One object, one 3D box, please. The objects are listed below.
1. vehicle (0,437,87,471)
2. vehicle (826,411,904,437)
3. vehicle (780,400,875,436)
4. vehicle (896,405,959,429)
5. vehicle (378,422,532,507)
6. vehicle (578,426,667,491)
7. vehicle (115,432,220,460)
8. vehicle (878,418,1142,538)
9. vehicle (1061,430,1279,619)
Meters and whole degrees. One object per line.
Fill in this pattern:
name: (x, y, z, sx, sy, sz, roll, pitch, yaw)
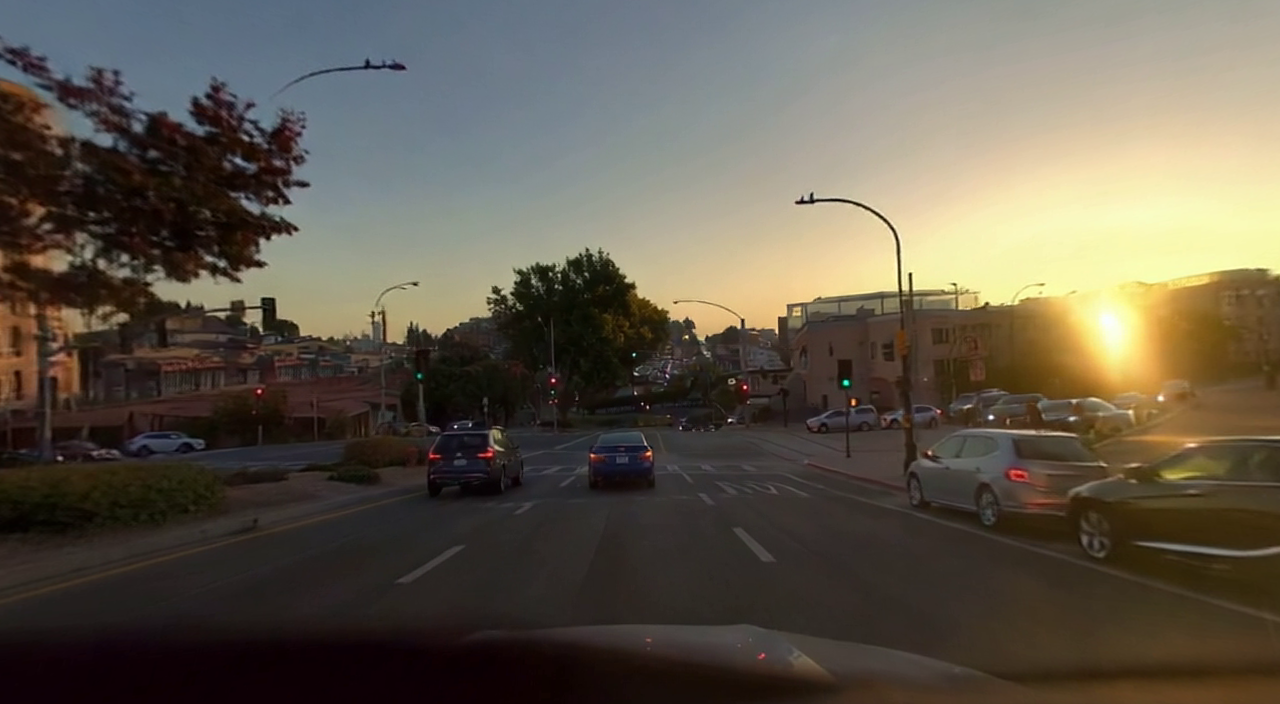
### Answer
vehicle: (-34.862, 5.820, 36.165, 4.698, 1.833, 1.887, -1, -8, 3)
vehicle: (15.257, 4.923, 42.862, 4.775, 1.604, 1.915, 3, -9, -20)
vehicle: (13.839, 4.939, 46.747, 6.541, 2.480, 2.259, 3, -9, -19)
vehicle: (21.356, 4.878, 46.816, 5.017, 1.542, 2.055, 6, -11, -38)
vehicle: (-3.704, 2.352, 13.608, 1.934, 1.522, 4.464, 0, -8, 1)
vehicle: (-0.425, 2.801, 16.865, 2.082, 1.520, 3.896, 0, -8, 0)
vehicle: (-26.464, 5.275, 35.465, 4.453, 1.471, 1.921, -1, -8, 4)
vehicle: (6.228, 2.155, 11.450, 1.904, 1.705, 4.510, 0, -8, -2)
vehicle: (6.148, 1.471, 5.648, 1.959, 1.513, 4.104, 0, -8, 1)
